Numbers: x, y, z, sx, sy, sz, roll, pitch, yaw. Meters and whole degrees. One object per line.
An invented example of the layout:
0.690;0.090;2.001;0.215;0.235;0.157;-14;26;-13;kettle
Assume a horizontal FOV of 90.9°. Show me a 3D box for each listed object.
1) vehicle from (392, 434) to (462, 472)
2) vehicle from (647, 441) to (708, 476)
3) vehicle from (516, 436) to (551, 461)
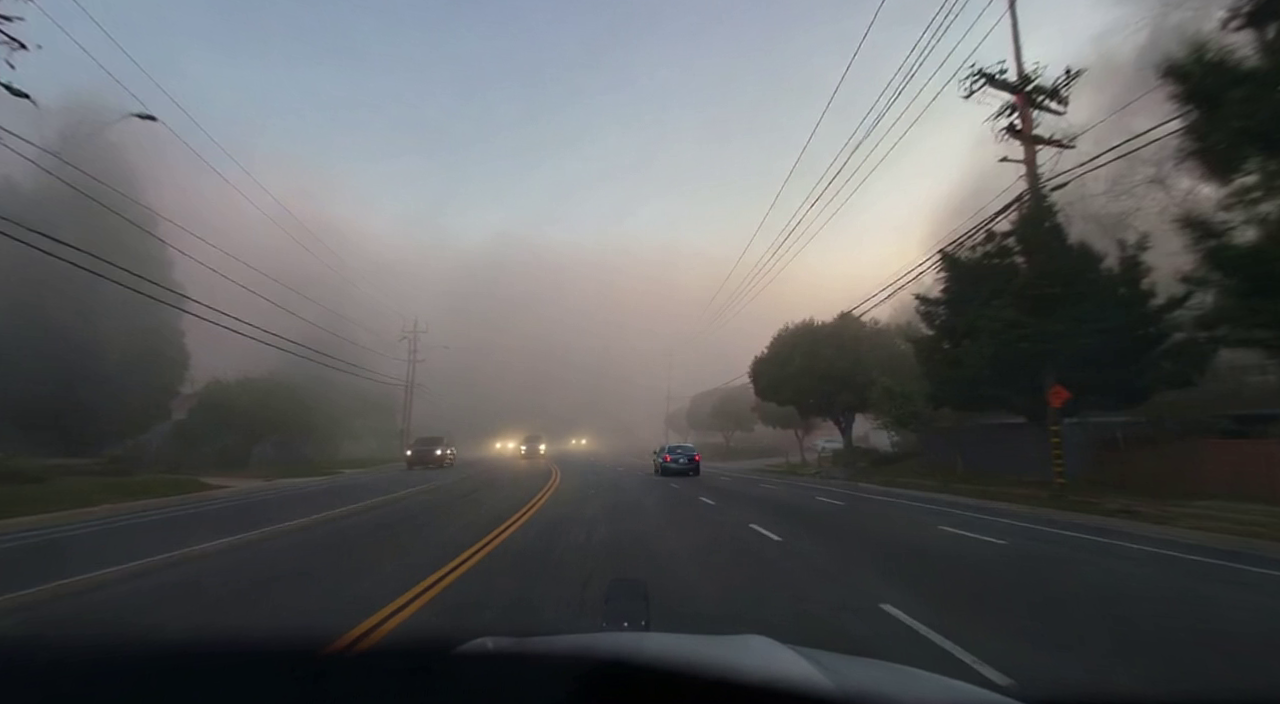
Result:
-9.919;4.741;29.760;2.169;1.656;4.378;0;-9;-6;vehicle
1.612;4.844;28.775;1.982;1.451;4.152;1;-9;-7;vehicle
-7.860;7.174;46.909;2.205;1.769;4.589;0;-9;-5;vehicle
